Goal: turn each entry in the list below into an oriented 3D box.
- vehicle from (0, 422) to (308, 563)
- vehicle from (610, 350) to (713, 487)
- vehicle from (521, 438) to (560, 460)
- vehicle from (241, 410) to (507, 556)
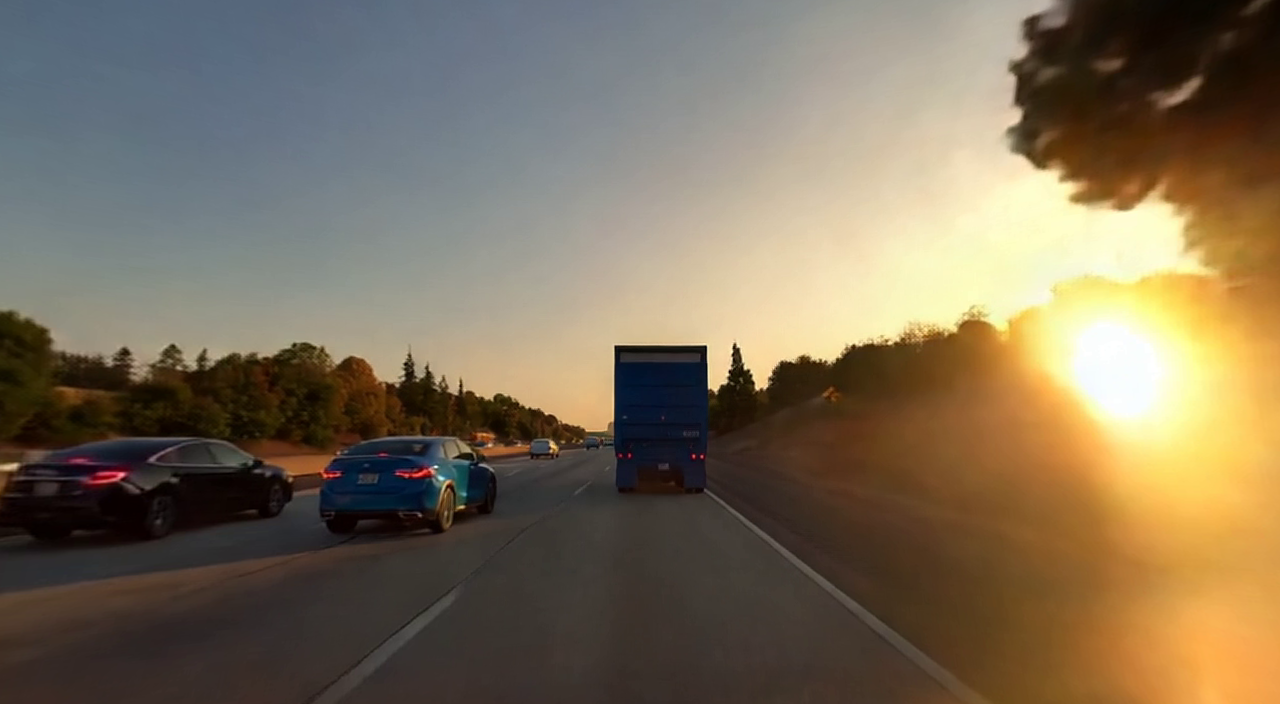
[{"bbox_3d":[-7.222,1.847,9.160,2.063,1.480,4.842,0,-8,2],"label":"vehicle"},{"bbox_3d":[0.655,2.630,23.154,2.870,3.841,10.653,0,-8,1],"label":"vehicle"},{"bbox_3d":[-6.711,6.581,42.892,1.882,1.451,4.416,0,-8,1],"label":"vehicle"},{"bbox_3d":[-3.524,1.825,9.467,2.077,1.671,4.249,0,-8,1],"label":"vehicle"}]
